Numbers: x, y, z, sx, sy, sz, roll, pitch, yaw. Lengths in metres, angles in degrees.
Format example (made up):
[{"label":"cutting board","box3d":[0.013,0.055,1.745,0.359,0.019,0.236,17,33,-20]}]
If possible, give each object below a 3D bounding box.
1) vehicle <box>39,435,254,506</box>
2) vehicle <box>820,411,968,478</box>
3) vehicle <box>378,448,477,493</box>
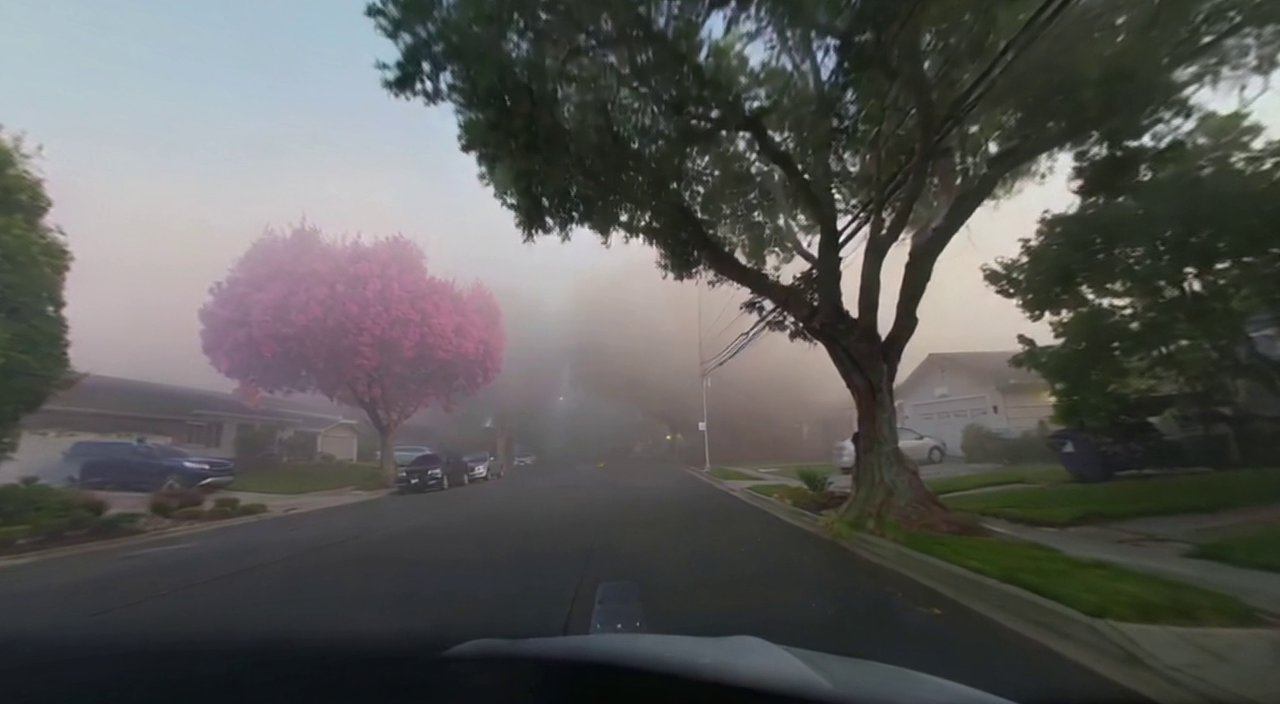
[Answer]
[{"label":"vehicle","box3d":[-14.359,3.451,18.620,4.538,1.687,1.955,4,-9,-1]},{"label":"vehicle","box3d":[8.512,3.141,21.471,4.025,1.738,1.920,-6,-9,-1]},{"label":"vehicle","box3d":[-7.708,4.319,23.492,2.034,1.493,4.524,0,-8,1]}]
